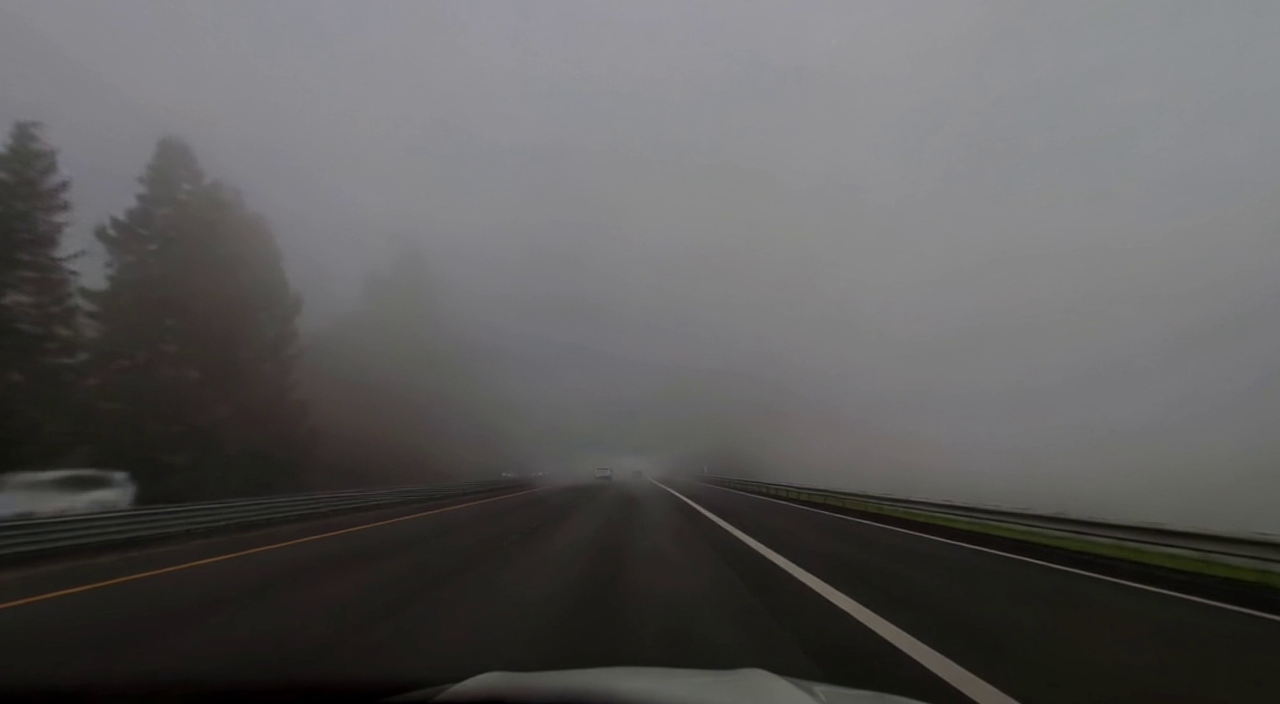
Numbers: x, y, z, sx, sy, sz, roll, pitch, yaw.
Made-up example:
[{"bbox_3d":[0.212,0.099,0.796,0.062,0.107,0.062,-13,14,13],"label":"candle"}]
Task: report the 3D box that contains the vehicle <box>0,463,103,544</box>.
[{"bbox_3d":[-12.446,2.717,11.326,1.838,1.433,4.200,1,-10,0],"label":"vehicle"}]
